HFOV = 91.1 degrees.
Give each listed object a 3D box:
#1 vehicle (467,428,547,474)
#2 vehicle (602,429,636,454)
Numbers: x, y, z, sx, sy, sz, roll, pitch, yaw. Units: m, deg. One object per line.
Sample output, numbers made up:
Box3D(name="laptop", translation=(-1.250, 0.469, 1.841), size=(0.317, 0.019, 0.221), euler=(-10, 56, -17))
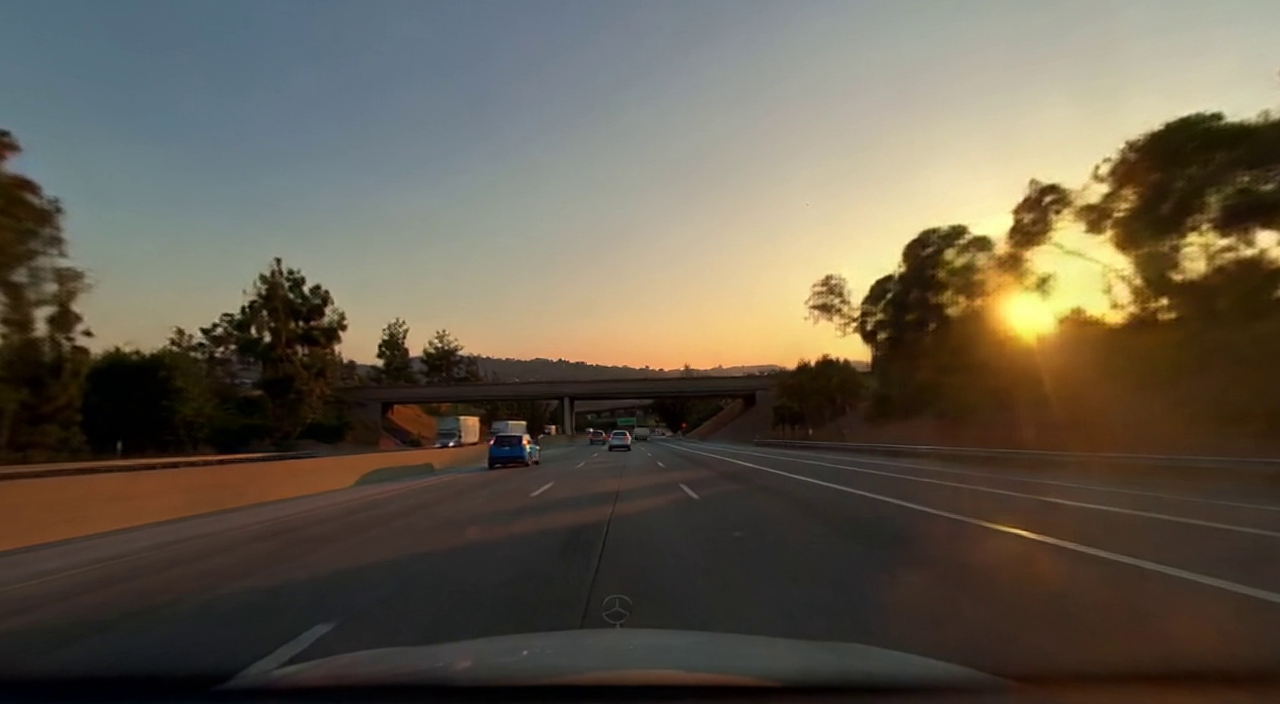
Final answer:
Box3D(name="vehicle", translation=(-4.784, 3.617, 23.296), size=(2.017, 1.537, 4.496), euler=(0, -8, 0))
Box3D(name="vehicle", translation=(-1.360, 5.981, 42.096), size=(2.116, 1.625, 4.004), euler=(0, -8, 0))
